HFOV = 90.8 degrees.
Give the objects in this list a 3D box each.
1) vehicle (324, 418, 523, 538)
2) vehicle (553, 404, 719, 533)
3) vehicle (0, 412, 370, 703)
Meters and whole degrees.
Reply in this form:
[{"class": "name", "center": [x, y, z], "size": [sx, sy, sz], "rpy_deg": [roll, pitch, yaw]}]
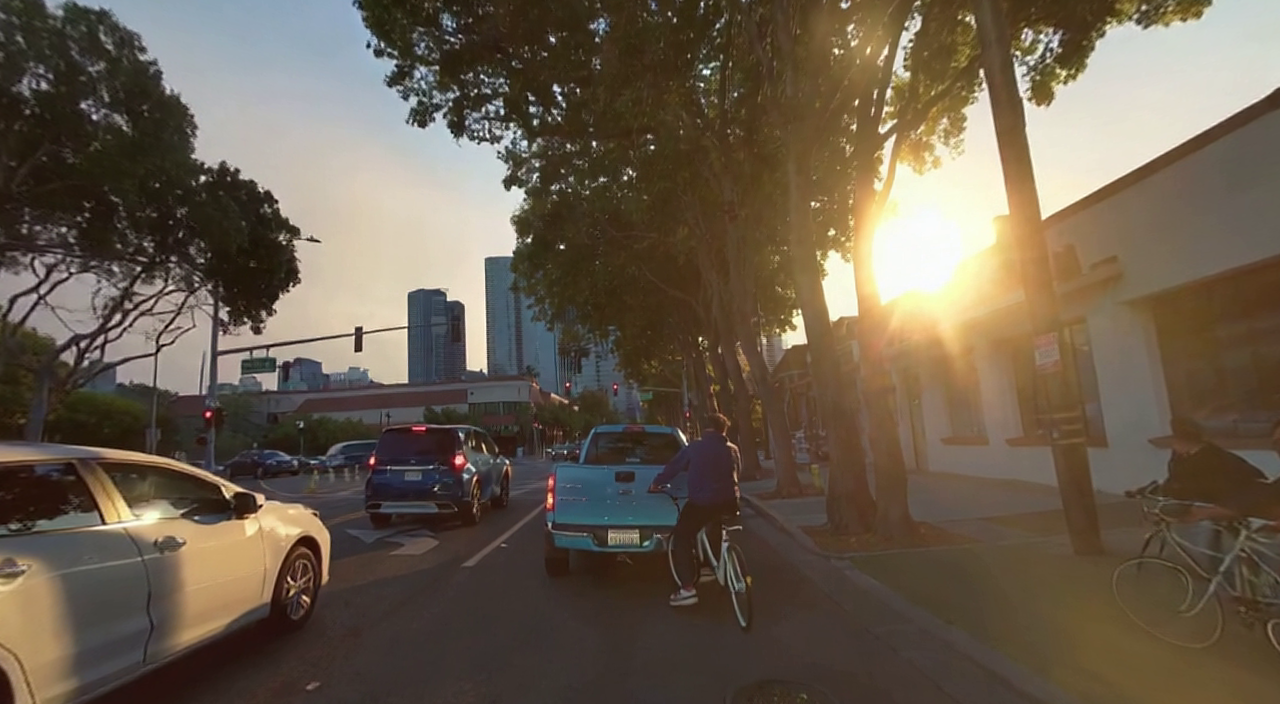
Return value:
[{"class": "vehicle", "center": [-3.609, 2.209, 11.610], "size": [2.046, 1.750, 4.452], "rpy_deg": [0, -9, 0]}, {"class": "vehicle", "center": [-0.104, 2.098, 11.844], "size": [2.426, 1.882, 5.027], "rpy_deg": [0, -9, -1]}, {"class": "vehicle", "center": [-3.558, 1.172, 3.683], "size": [2.064, 1.486, 4.140], "rpy_deg": [0, -9, 1]}]
